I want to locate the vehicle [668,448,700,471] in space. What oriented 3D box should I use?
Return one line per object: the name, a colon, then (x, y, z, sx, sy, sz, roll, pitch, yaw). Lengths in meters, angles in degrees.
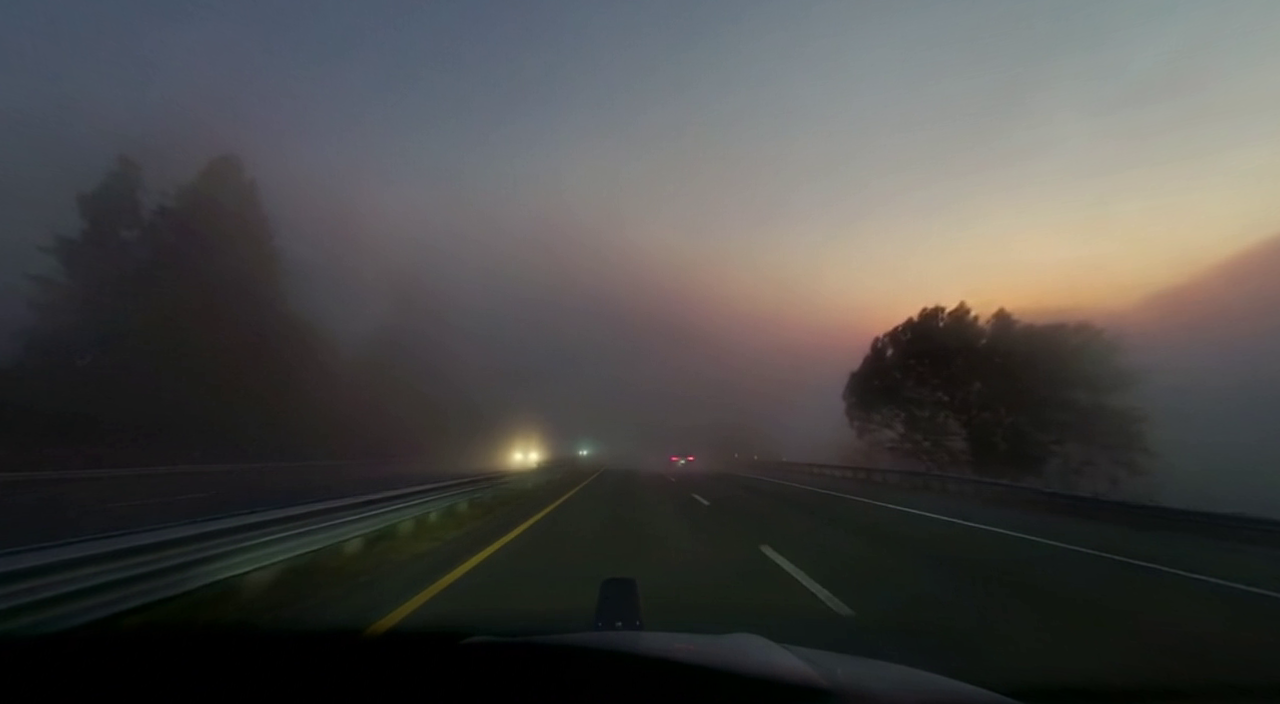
vehicle: (3.027, 7.525, 44.322, 1.870, 1.486, 3.858, 0, -9, -2)
